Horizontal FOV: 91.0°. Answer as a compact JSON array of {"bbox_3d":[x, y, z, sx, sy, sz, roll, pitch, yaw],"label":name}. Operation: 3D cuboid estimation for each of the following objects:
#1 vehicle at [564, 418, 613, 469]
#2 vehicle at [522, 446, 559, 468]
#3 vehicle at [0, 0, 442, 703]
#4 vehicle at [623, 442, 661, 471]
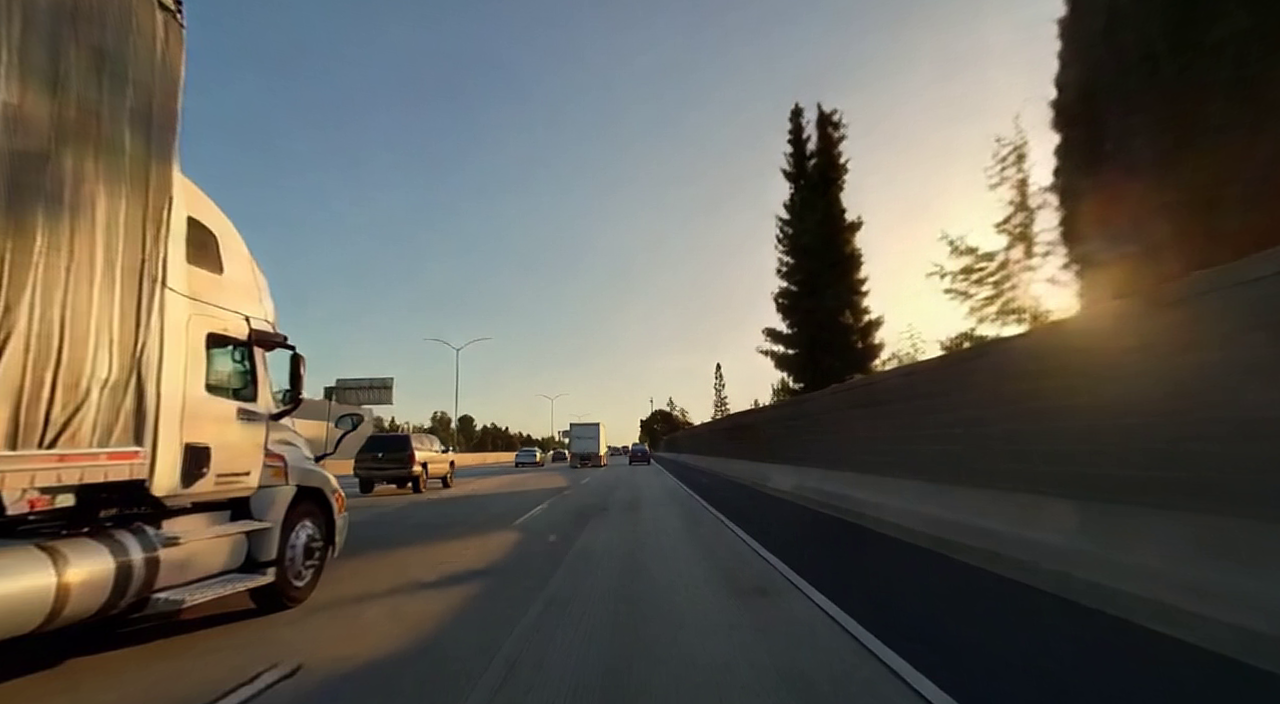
[{"bbox_3d":[-3.567,6.696,46.002,2.956,3.331,9.575,0,-9,-1],"label":"vehicle"},{"bbox_3d":[-7.175,7.635,45.822,1.962,1.489,4.002,0,-9,1],"label":"vehicle"},{"bbox_3d":[-3.676,0.079,1.833,3.025,3.266,9.256,0,-9,1],"label":"vehicle"},{"bbox_3d":[0.129,6.292,38.224,2.178,1.640,4.071,0,-9,1],"label":"vehicle"}]
